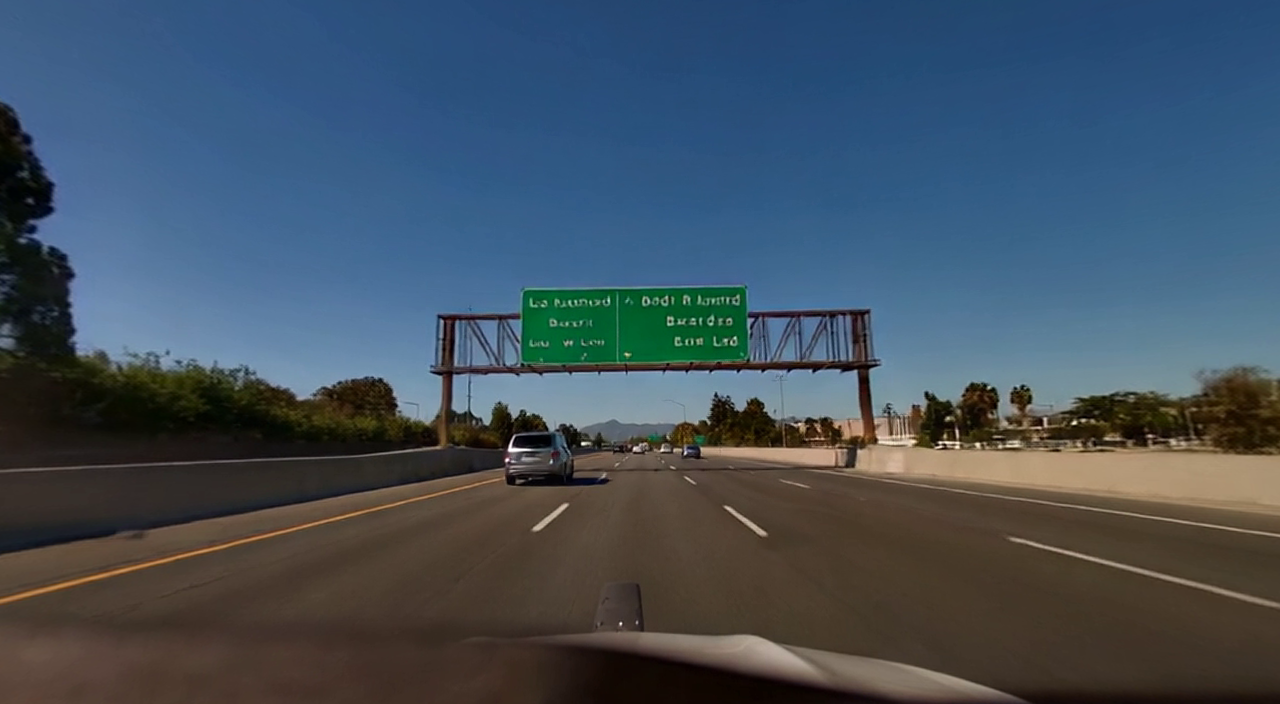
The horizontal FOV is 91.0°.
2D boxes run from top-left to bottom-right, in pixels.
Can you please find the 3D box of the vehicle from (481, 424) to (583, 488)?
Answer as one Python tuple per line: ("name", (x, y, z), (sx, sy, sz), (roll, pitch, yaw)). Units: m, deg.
("vehicle", (-3.535, 3.569, 21.965), (2.431, 1.928, 5.760), (0, -8, 1))
